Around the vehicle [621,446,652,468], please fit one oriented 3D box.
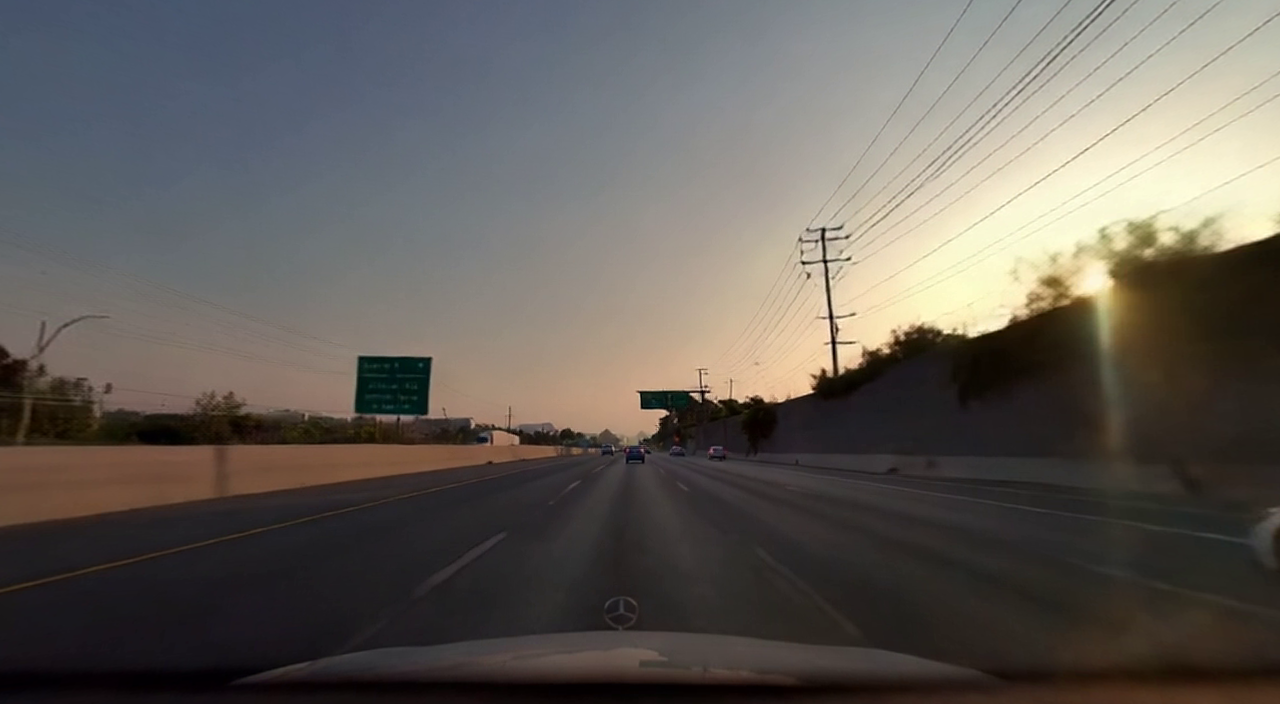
[{"bbox_3d":[-0.297,7.451,45.204,2.109,1.489,4.027,0,-8,-1],"label":"vehicle"}]
